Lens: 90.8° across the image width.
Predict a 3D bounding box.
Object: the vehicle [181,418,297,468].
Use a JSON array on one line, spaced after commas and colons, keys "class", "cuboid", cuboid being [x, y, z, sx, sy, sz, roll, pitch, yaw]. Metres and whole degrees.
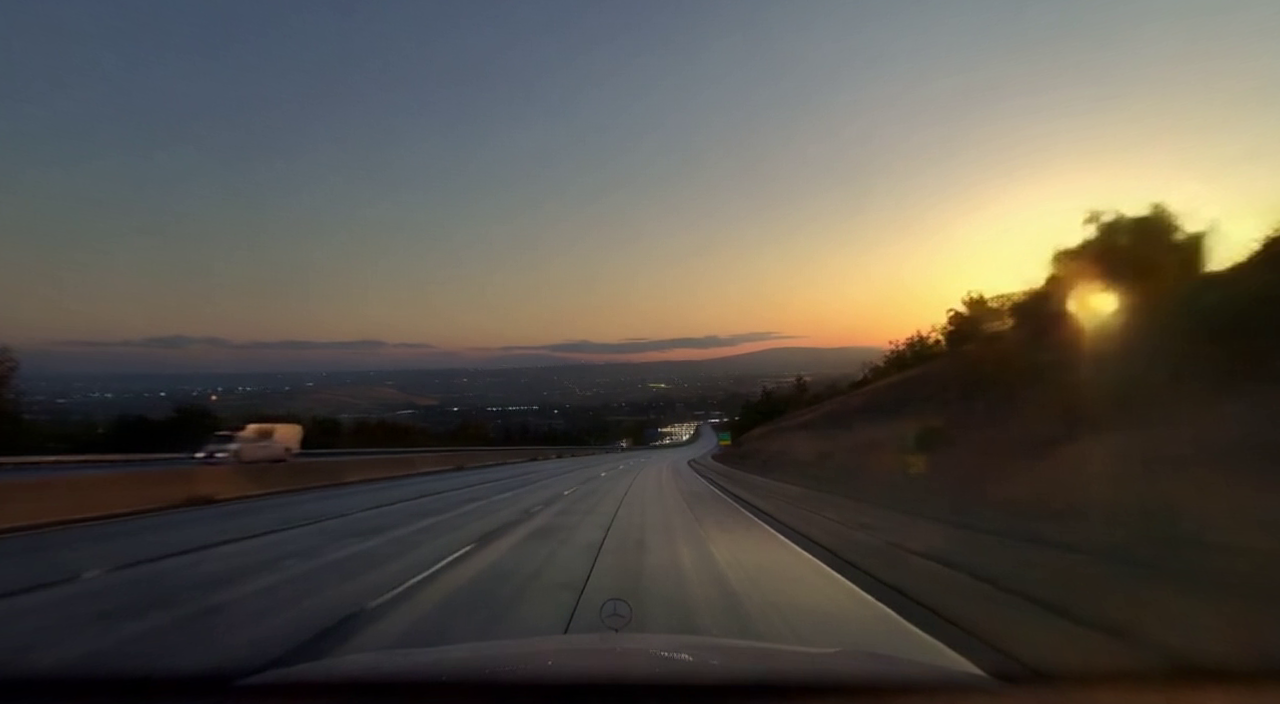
[{"class": "vehicle", "cuboid": [-23.766, 5.496, 37.879, 2.226, 2.674, 6.850, -1, -9, 2]}]
